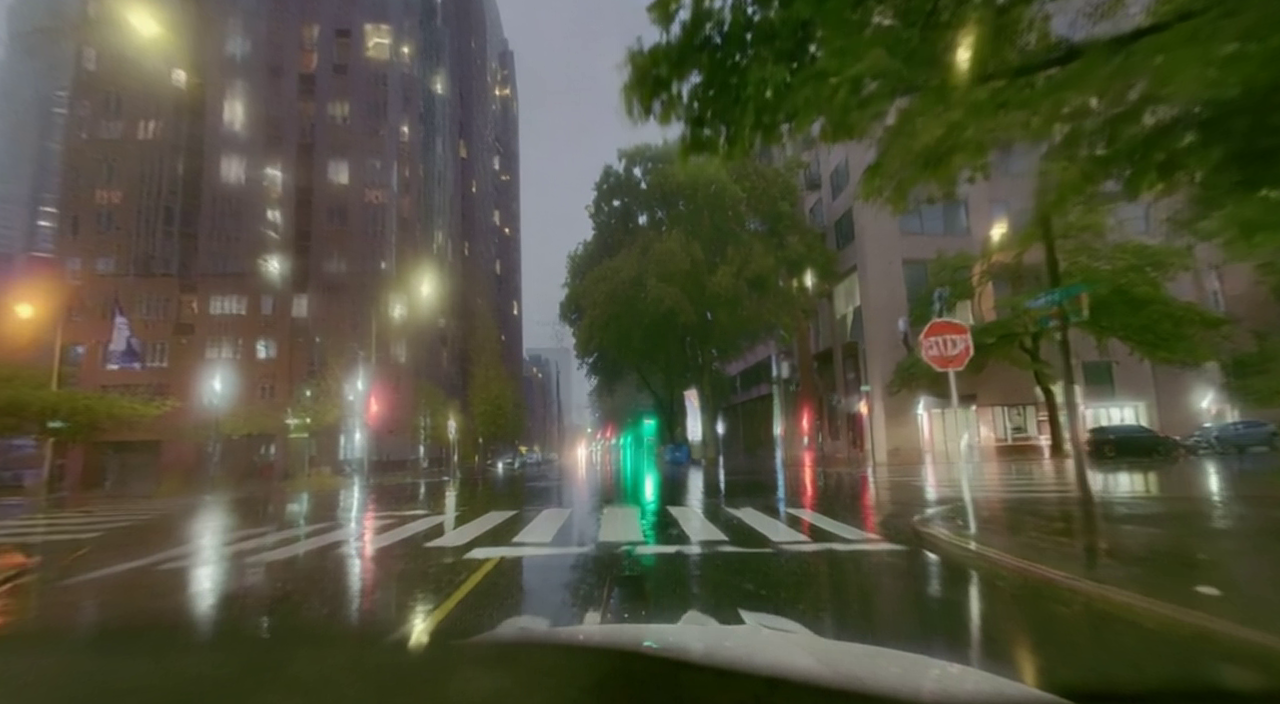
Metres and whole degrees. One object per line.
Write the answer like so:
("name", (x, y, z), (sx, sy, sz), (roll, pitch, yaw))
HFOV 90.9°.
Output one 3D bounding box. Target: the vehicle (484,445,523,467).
("vehicle", (-9.964, 7.595, 46.335), (2.033, 1.491, 4.298), (0, -8, -2))
